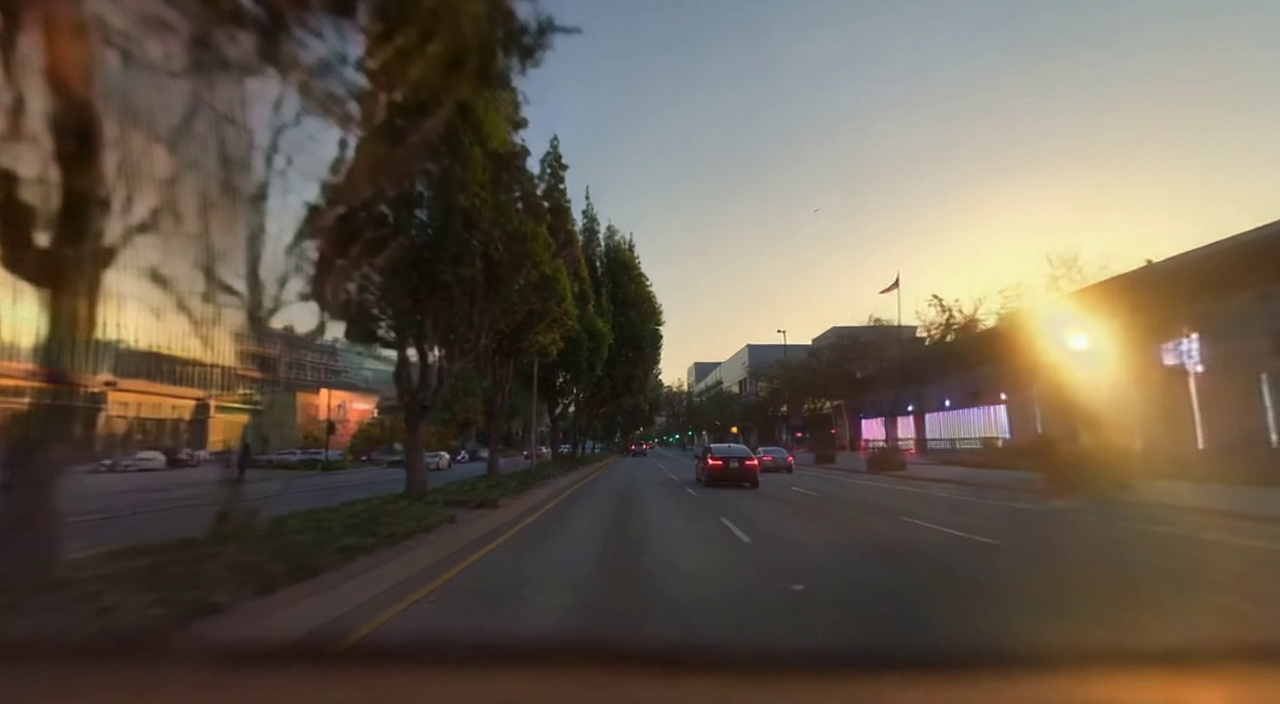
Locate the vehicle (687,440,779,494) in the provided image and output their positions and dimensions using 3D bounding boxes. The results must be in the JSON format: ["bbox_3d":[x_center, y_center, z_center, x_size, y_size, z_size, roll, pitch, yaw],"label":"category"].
[{"bbox_3d":[2.788,3.580,19.997,2.131,1.491,4.496,0,-9,-1],"label":"vehicle"}]
